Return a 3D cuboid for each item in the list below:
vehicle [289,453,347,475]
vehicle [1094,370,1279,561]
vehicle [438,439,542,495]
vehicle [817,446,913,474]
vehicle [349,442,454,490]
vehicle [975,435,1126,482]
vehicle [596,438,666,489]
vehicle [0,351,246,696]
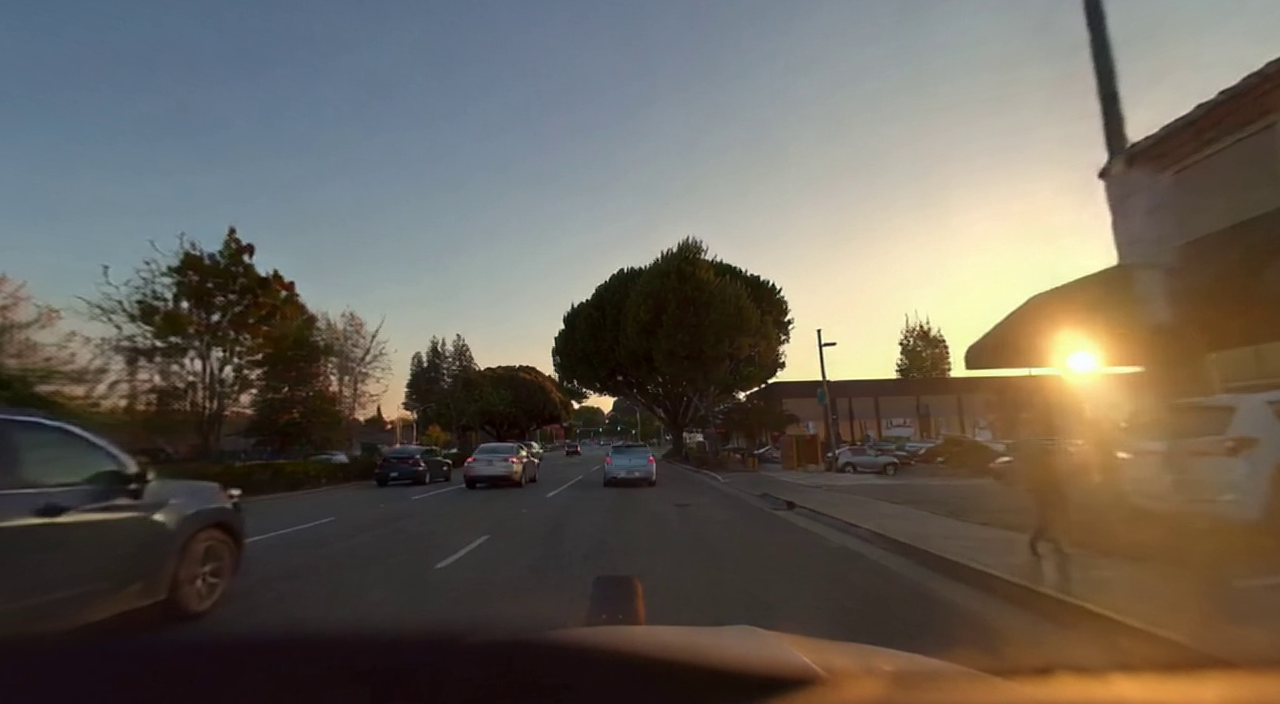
[{"bbox_3d":[-24.424,8.495,48.149,1.960,1.478,4.732,0,-8,-1],"label":"vehicle"},{"bbox_3d":[9.100,1.167,7.540,5.518,1.898,2.188,-3,-9,-1],"label":"vehicle"},{"bbox_3d":[-4.356,3.392,19.202,1.973,1.456,4.850,0,-8,0],"label":"vehicle"},{"bbox_3d":[13.313,6.386,37.584,4.877,1.603,2.197,0,-8,1],"label":"vehicle"},{"bbox_3d":[-8.024,3.842,21.737,2.009,1.470,4.179,0,-8,0],"label":"vehicle"},{"bbox_3d":[14.561,3.759,22.448,4.619,1.523,1.873,3,-9,-18],"label":"vehicle"},{"bbox_3d":[-0.335,3.554,20.498,2.061,1.469,3.954,0,-8,-2],"label":"vehicle"},{"bbox_3d":[-4.431,0.871,3.122,2.096,1.807,4.413,0,-8,0],"label":"vehicle"}]
